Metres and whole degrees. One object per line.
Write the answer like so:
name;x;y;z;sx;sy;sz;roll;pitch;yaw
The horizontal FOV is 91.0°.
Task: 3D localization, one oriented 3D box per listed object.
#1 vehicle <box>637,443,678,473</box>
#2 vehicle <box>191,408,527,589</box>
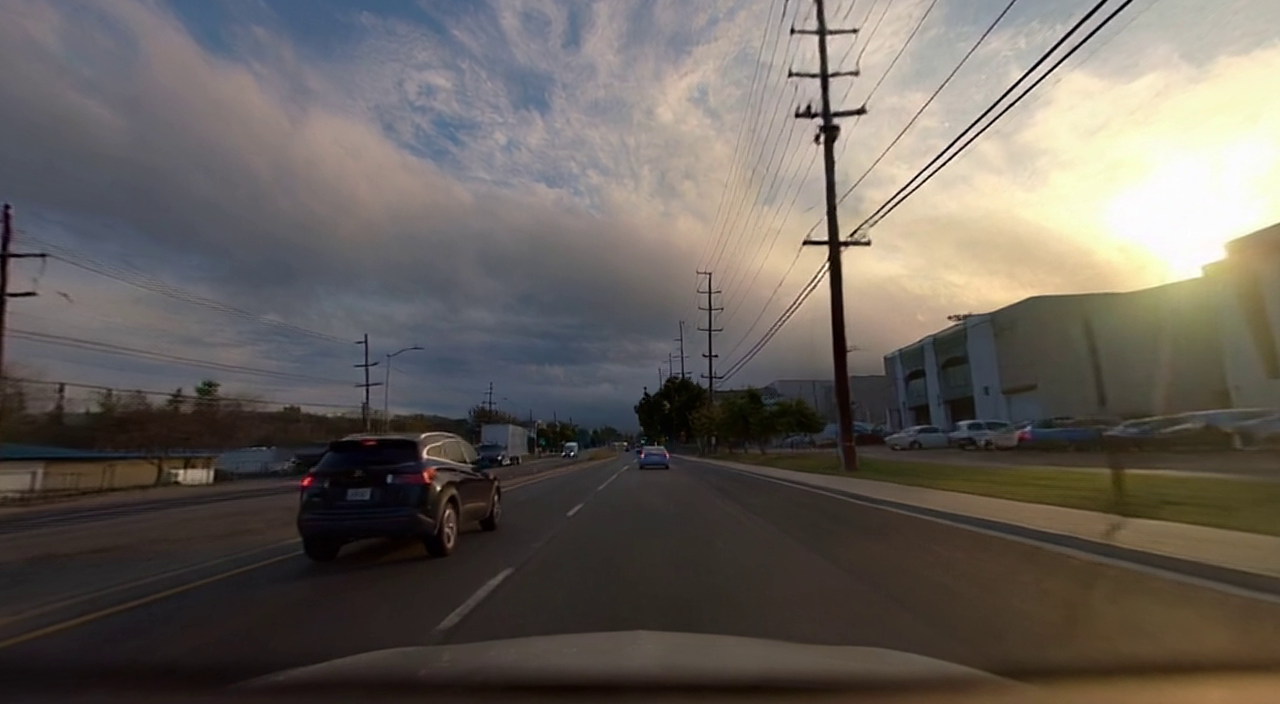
vehicle;0.914;5.844;34.970;2.114;1.492;4.453;0;-8;0
vehicle;-3.063;1.713;8.317;2.169;1.679;4.723;-1;-8;1
